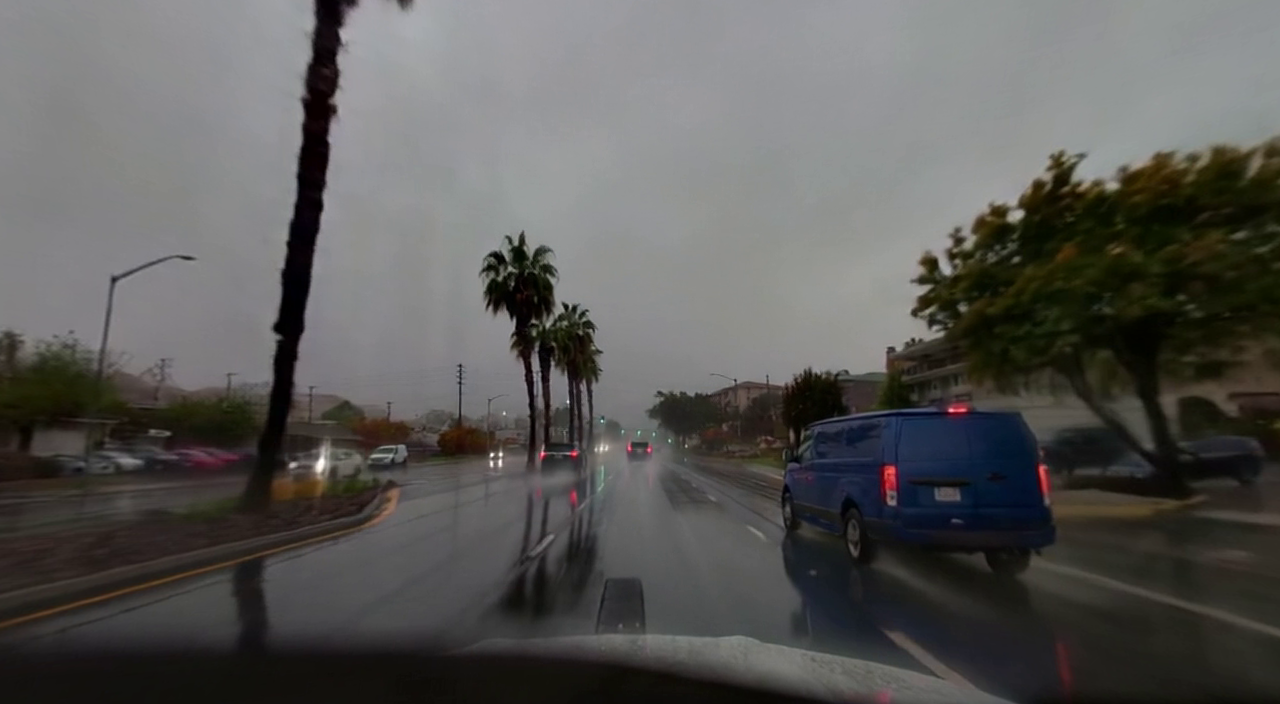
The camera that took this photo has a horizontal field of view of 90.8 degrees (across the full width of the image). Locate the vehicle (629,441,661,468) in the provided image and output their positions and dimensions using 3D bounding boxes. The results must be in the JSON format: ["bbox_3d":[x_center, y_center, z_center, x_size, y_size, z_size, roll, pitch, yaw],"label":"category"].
[{"bbox_3d":[0.301,7.288,45.056,2.191,1.761,3.857,0,-9,0],"label":"vehicle"}]

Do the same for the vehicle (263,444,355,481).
[{"bbox_3d":[-16.940,5.667,32.659,2.039,1.729,4.766,0,-9,2],"label":"vehicle"}]

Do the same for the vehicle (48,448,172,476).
[{"bbox_3d":[-29.297,6.064,35.063,4.876,1.487,1.993,1,-9,-4],"label":"vehicle"}]

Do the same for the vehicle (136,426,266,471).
[{"bbox_3d":[-29.848,6.562,43.172,6.775,2.936,2.546,0,-9,-1],"label":"vehicle"}]

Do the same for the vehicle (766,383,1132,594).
[{"bbox_3d":[3.324,1.609,8.279,2.234,1.912,4.847,0,-9,-1],"label":"vehicle"}]

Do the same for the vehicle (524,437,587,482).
[{"bbox_3d":[-3.413,4.433,26.330,1.967,1.703,4.157,0,-9,1],"label":"vehicle"}]

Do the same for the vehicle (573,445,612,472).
[{"bbox_3d":[-2.715,6.176,36.935,1.869,1.454,4.142,0,-9,1],"label":"vehicle"}]
